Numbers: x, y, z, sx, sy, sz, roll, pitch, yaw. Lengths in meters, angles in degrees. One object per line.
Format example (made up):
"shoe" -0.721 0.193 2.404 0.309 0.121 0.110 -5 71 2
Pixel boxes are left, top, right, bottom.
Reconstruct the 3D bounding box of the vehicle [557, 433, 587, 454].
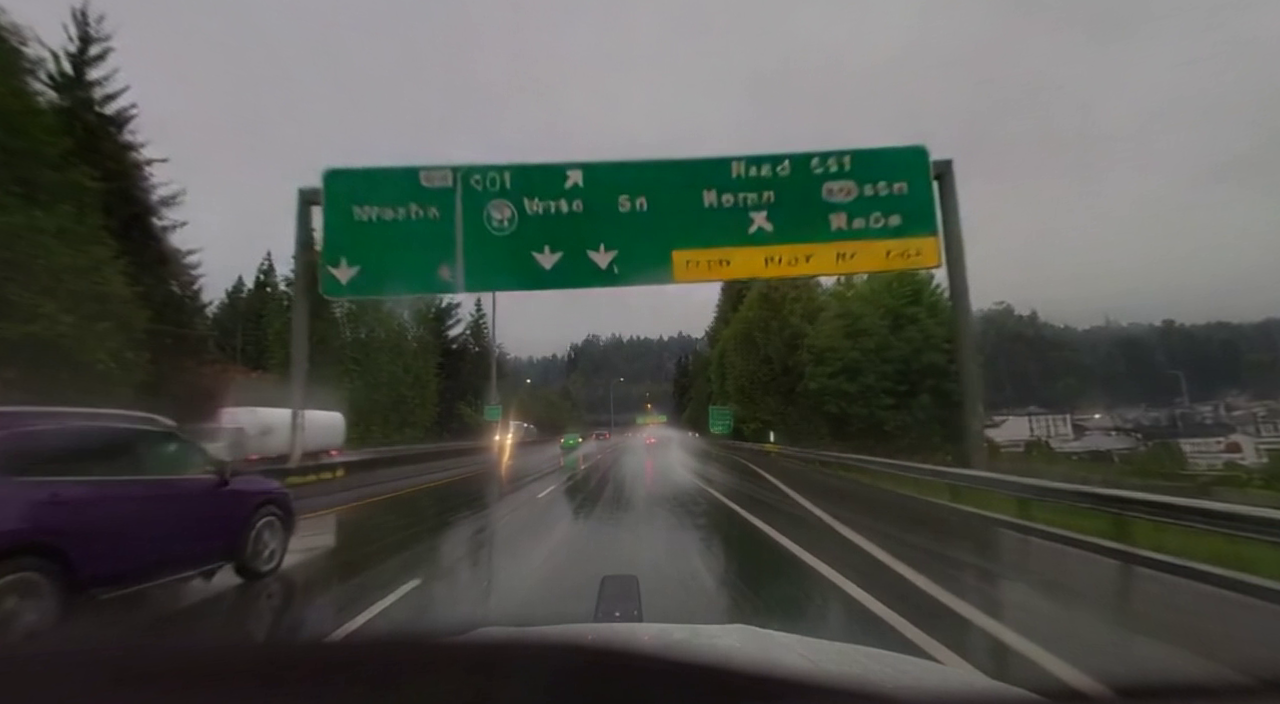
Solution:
"vehicle" -5.219 7.046 48.599 1.959 1.514 3.668 0 -8 -1

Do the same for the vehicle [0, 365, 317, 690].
"vehicle" -4.296 1.037 4.254 2.002 1.645 4.329 0 -8 -2

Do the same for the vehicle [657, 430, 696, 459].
"vehicle" 2.060 5.373 36.721 2.139 1.561 4.060 0 -8 1
